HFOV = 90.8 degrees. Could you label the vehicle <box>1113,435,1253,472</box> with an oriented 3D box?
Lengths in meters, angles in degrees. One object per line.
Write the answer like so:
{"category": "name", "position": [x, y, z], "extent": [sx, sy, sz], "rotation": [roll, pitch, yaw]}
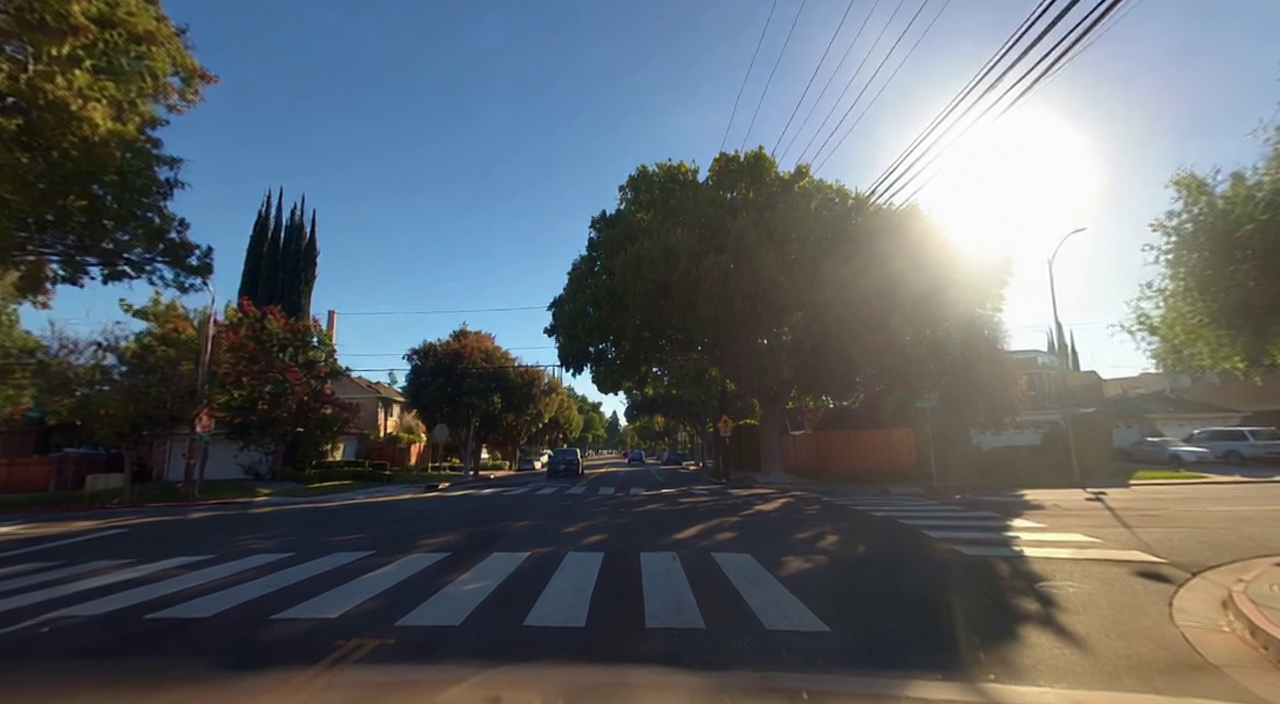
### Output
{"category": "vehicle", "position": [23.428, 4.397, 27.561], "extent": [1.841, 1.448, 4.688], "rotation": [0, -9, -1]}

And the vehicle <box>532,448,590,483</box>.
{"category": "vehicle", "position": [-3.614, 5.246, 29.487], "extent": [2.102, 1.463, 4.024], "rotation": [0, -9, 1]}
